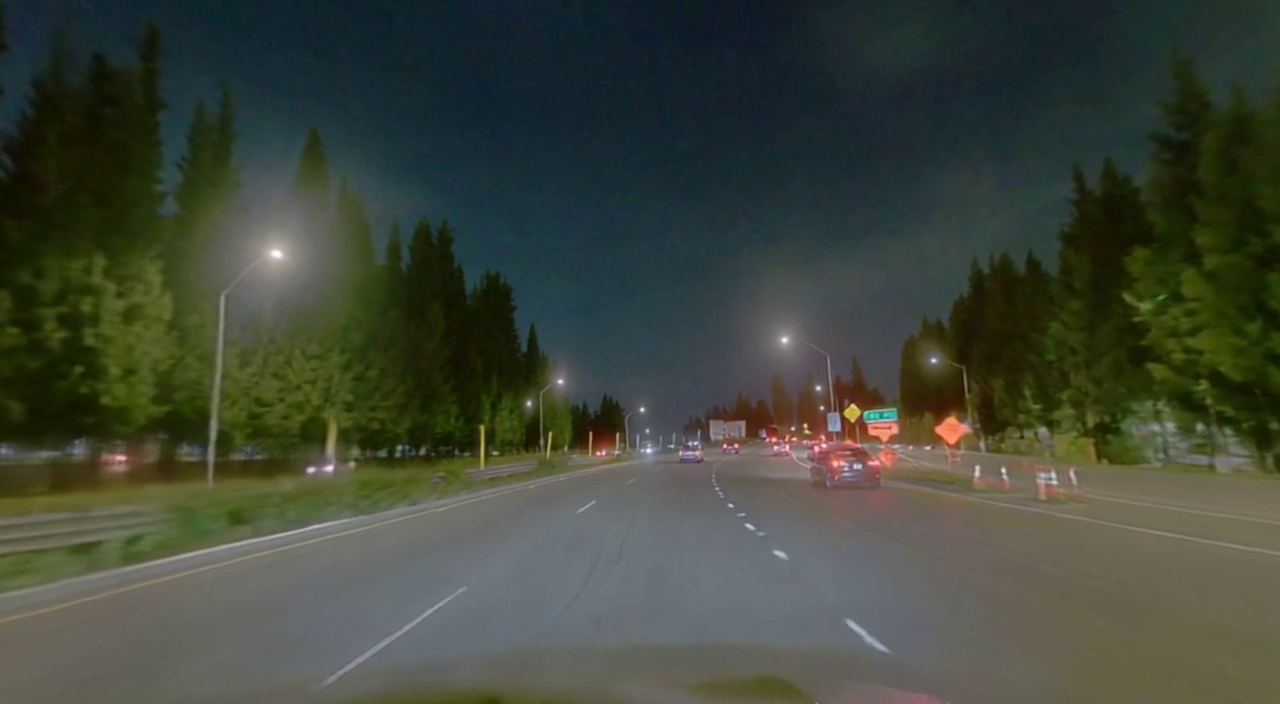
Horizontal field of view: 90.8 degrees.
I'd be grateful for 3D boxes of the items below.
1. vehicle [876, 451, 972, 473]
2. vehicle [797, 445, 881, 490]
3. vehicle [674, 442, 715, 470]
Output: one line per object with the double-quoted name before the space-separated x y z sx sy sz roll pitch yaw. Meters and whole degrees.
"vehicle" 14.086 5.496 31.780 3.503 1.020 4.269 -2 -9 11
"vehicle" 7.251 4.218 23.442 2.044 1.474 4.083 -1 -9 4
"vehicle" 3.470 6.513 39.714 2.201 1.676 4.541 -2 -9 9
